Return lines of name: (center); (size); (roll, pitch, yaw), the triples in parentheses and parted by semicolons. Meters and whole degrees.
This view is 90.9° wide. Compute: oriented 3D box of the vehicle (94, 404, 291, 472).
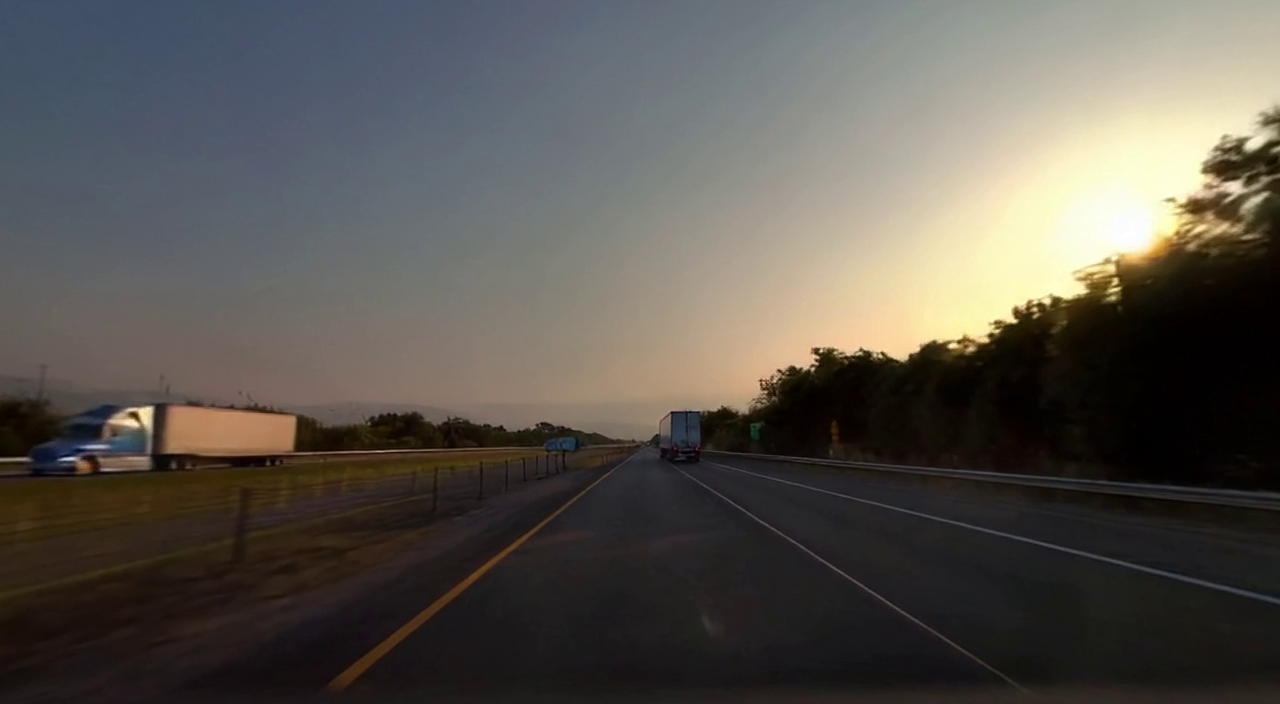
vehicle: (-32.863, 6.671, 48.200); (2.861, 4.219, 16.761); (0, -8, 0)

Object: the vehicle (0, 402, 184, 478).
vehicle: (-32.908, 5.377, 38.469); (3.063, 4.018, 9.277); (0, -8, 1)
